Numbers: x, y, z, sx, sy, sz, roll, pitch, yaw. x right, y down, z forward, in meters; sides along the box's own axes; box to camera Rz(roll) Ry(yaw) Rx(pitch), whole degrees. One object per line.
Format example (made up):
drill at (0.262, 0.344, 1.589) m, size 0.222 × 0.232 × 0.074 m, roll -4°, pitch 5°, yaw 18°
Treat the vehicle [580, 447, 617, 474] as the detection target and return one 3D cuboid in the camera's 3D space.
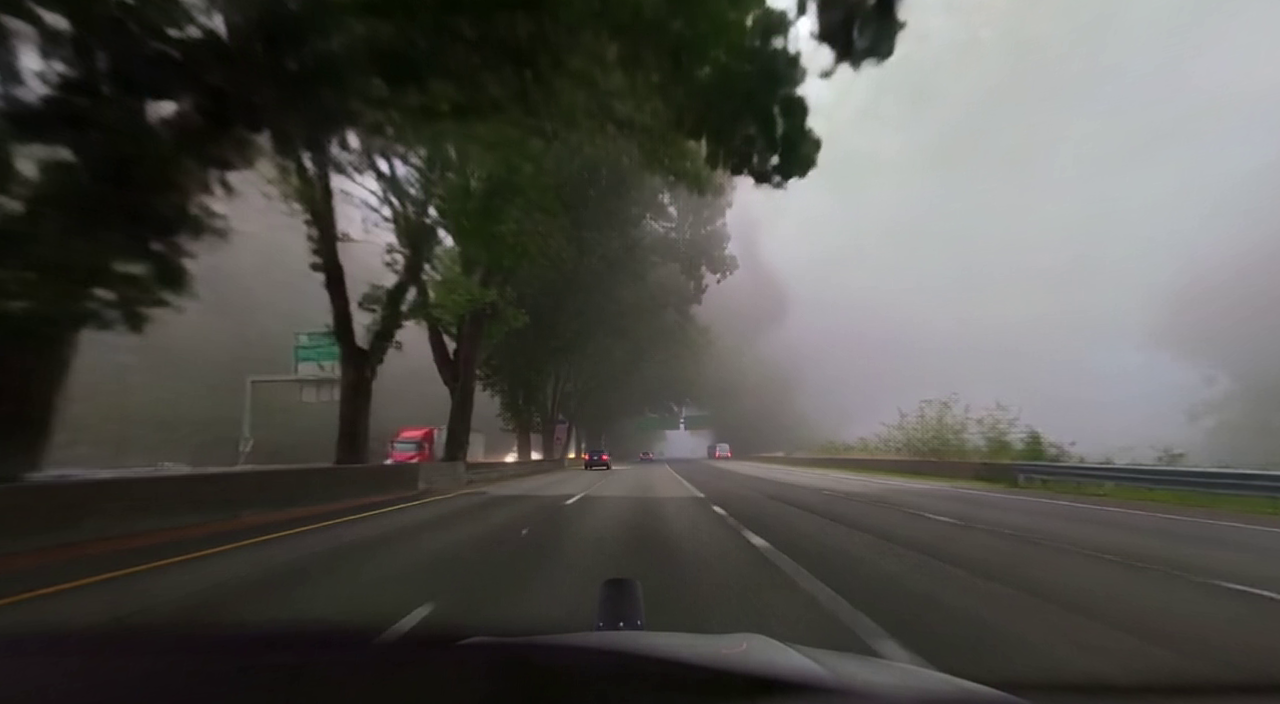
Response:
vehicle at (-2.688, 7.174, 41.866) m, size 2.086 × 1.650 × 4.122 m, roll 0°, pitch -9°, yaw 2°
